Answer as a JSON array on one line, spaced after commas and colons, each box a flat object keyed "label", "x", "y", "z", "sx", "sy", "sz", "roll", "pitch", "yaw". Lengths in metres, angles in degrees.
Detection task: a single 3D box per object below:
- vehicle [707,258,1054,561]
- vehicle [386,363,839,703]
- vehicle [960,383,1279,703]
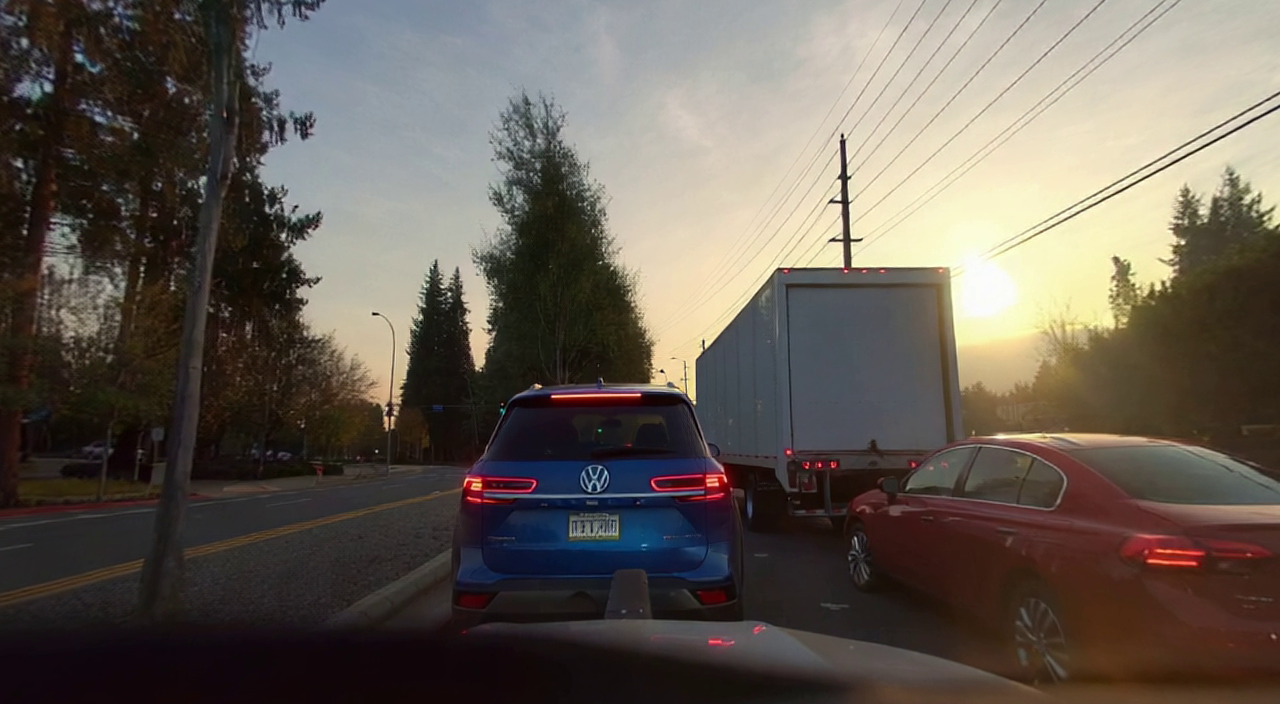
[{"label": "vehicle", "x": 3.240, "y": 1.258, "z": 11.820, "sx": 2.915, "sy": 3.559, "sz": 8.848, "roll": 0, "pitch": -8, "yaw": 0}, {"label": "vehicle", "x": -0.123, "y": 1.226, "z": 5.136, "sx": 2.114, "sy": 1.732, "sz": 4.230, "roll": 0, "pitch": -8, "yaw": 0}, {"label": "vehicle", "x": 2.824, "y": 0.743, "z": 1.189, "sx": 1.971, "sy": 1.484, "sz": 4.728, "roll": 0, "pitch": -8, "yaw": 0}]
